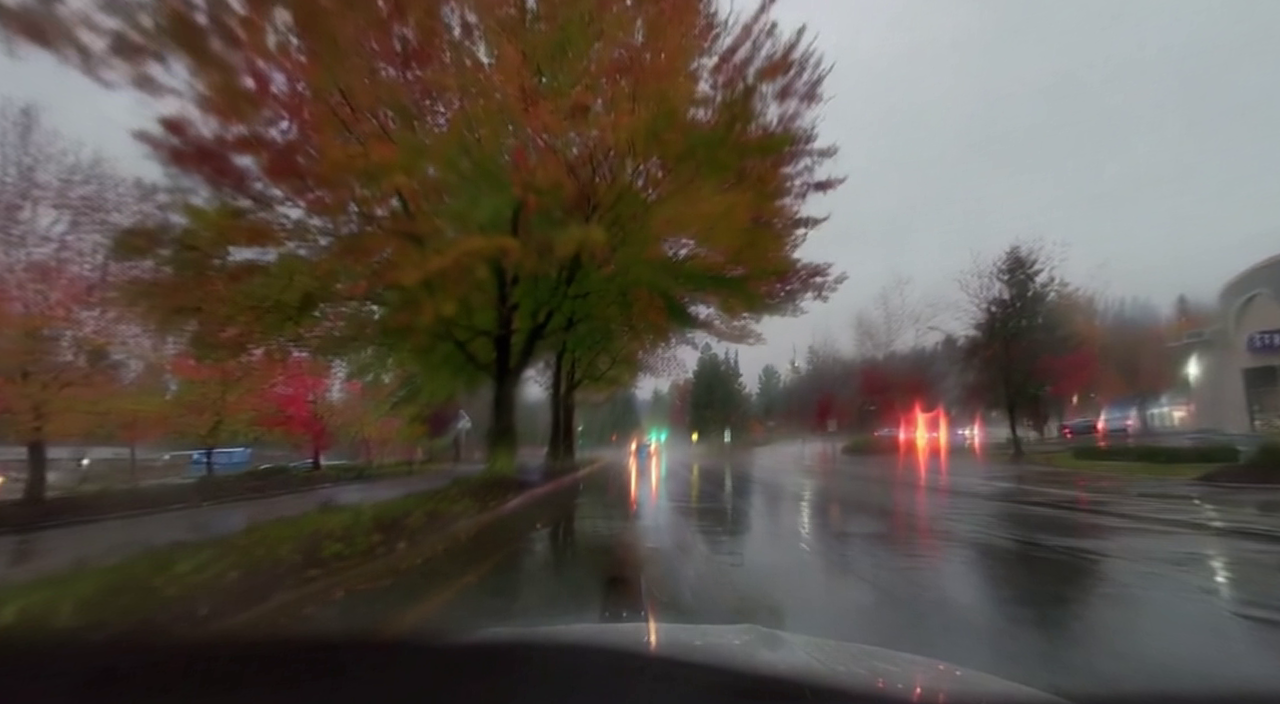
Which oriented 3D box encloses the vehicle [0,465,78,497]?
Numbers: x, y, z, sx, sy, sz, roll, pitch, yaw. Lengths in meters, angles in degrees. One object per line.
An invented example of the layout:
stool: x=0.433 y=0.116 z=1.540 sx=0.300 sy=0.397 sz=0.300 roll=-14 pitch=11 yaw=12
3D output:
vehicle: x=-34.115 y=7.155 z=35.191 sx=1.784 sy=1.536 sz=3.893 roll=0 pitch=-8 yaw=3
